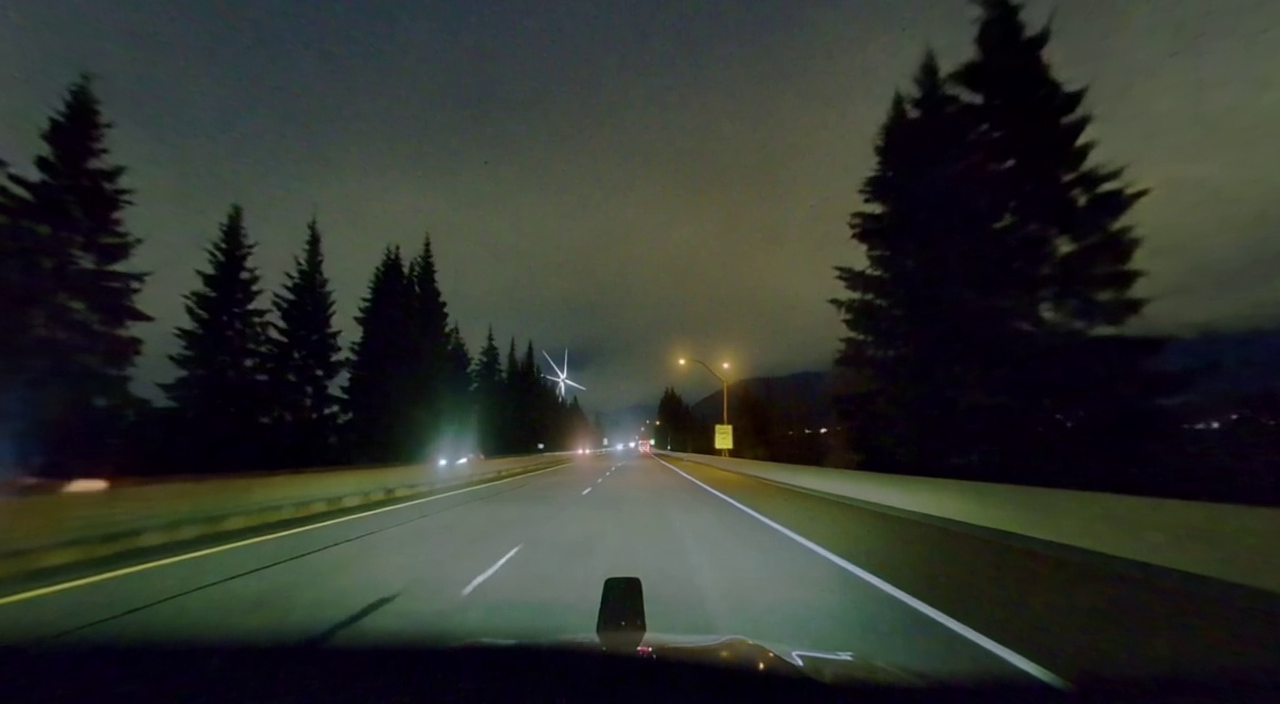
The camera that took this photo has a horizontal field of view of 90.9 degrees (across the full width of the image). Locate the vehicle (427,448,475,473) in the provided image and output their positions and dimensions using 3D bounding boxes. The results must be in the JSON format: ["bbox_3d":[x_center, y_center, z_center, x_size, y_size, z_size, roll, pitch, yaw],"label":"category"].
[{"bbox_3d":[-12.667,7.294,42.505,1.920,1.545,4.234,0,-9,1],"label":"vehicle"}]
